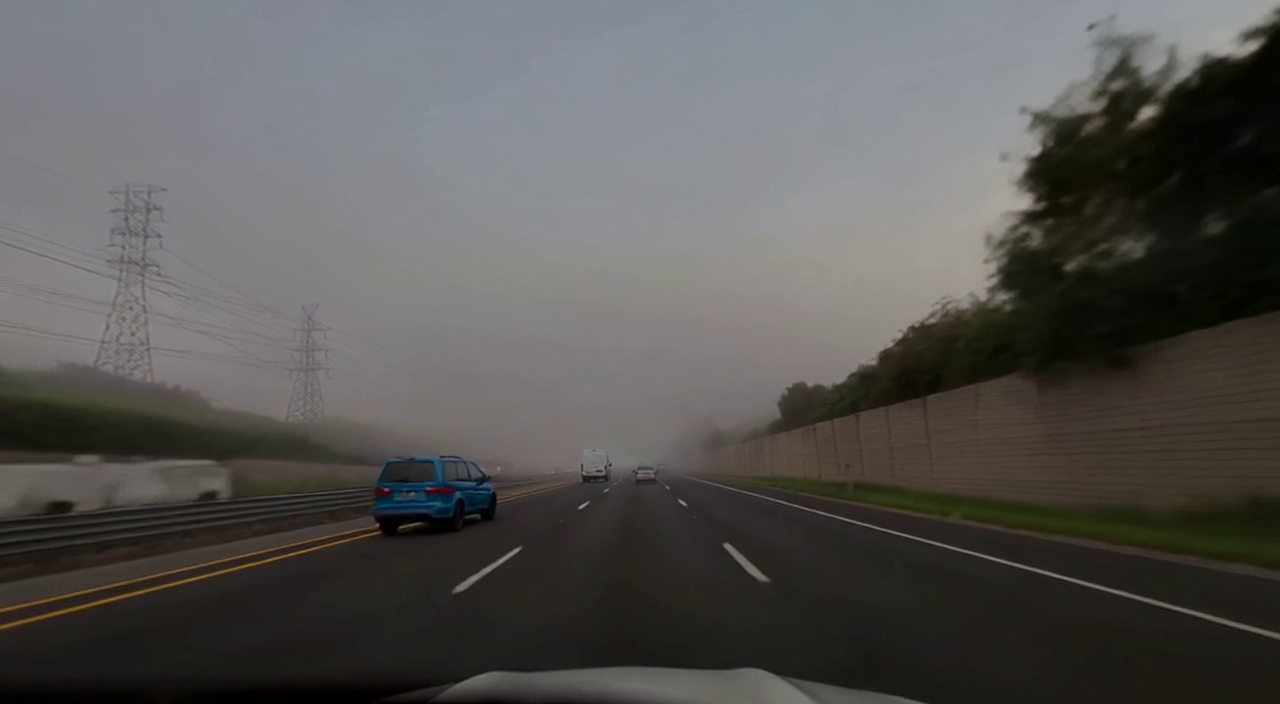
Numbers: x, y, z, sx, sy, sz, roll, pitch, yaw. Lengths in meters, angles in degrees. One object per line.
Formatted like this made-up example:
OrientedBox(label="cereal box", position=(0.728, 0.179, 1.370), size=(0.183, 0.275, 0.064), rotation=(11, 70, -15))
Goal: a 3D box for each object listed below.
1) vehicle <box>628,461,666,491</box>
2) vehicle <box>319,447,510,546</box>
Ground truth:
OrientedBox(label="vehicle", position=(0.348, 7.031, 35.883), size=(2.006, 1.554, 3.863), rotation=(1, -10, -1))
OrientedBox(label="vehicle", position=(-4.084, 2.732, 12.410), size=(2.023, 1.541, 4.543), rotation=(0, -10, 1))
